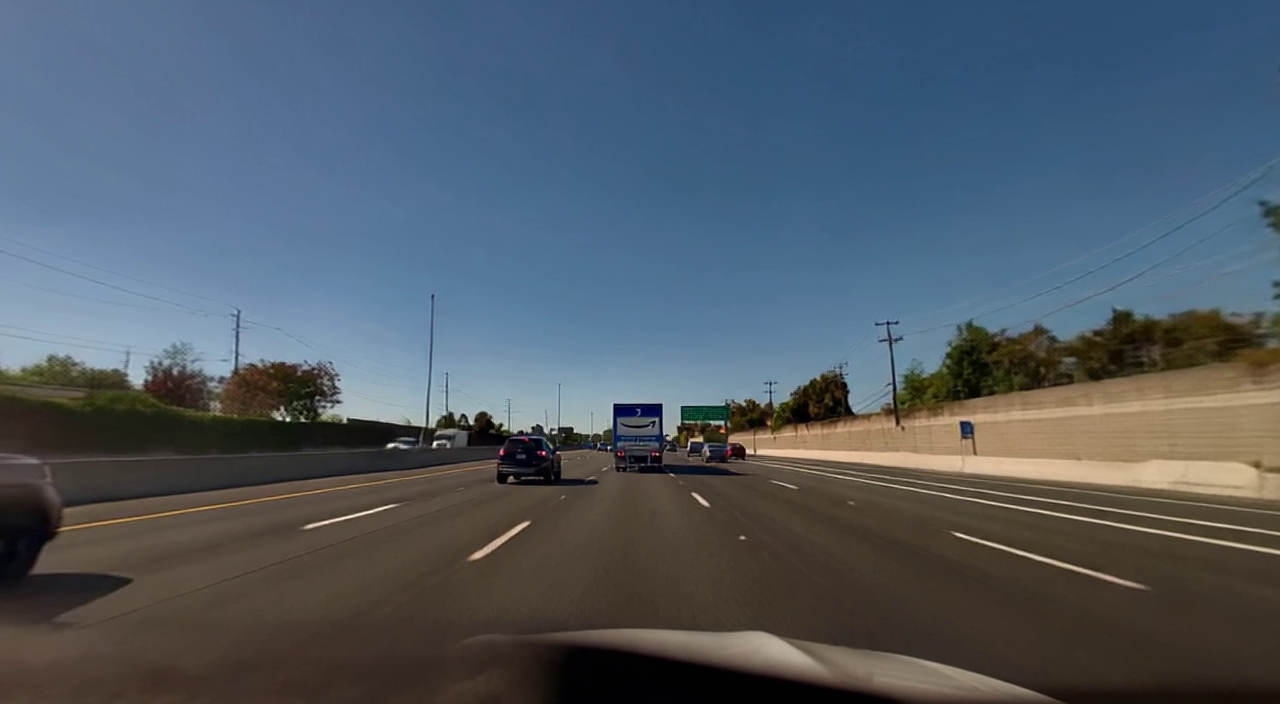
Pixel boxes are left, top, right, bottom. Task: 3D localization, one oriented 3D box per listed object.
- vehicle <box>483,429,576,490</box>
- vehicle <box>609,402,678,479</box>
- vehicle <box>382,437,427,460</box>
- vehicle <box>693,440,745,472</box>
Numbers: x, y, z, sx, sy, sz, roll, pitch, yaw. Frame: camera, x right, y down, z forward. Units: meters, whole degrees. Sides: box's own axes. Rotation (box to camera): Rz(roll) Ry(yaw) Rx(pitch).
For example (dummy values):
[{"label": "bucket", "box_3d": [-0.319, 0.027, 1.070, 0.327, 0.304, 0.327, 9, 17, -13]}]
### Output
[{"label": "vehicle", "box_3d": [-3.311, 3.334, 19.772, 2.095, 1.688, 4.188, 0, -9, 0]}, {"label": "vehicle", "box_3d": [0.129, 3.603, 25.449, 2.456, 2.705, 6.251, 0, -9, 0]}, {"label": "vehicle", "box_3d": [-15.798, 6.482, 42.417, 1.579, 1.453, 3.576, 0, -8, 2]}, {"label": "vehicle", "box_3d": [4.017, 5.369, 32.672, 1.970, 1.499, 4.491, 1, -9, -2]}]
